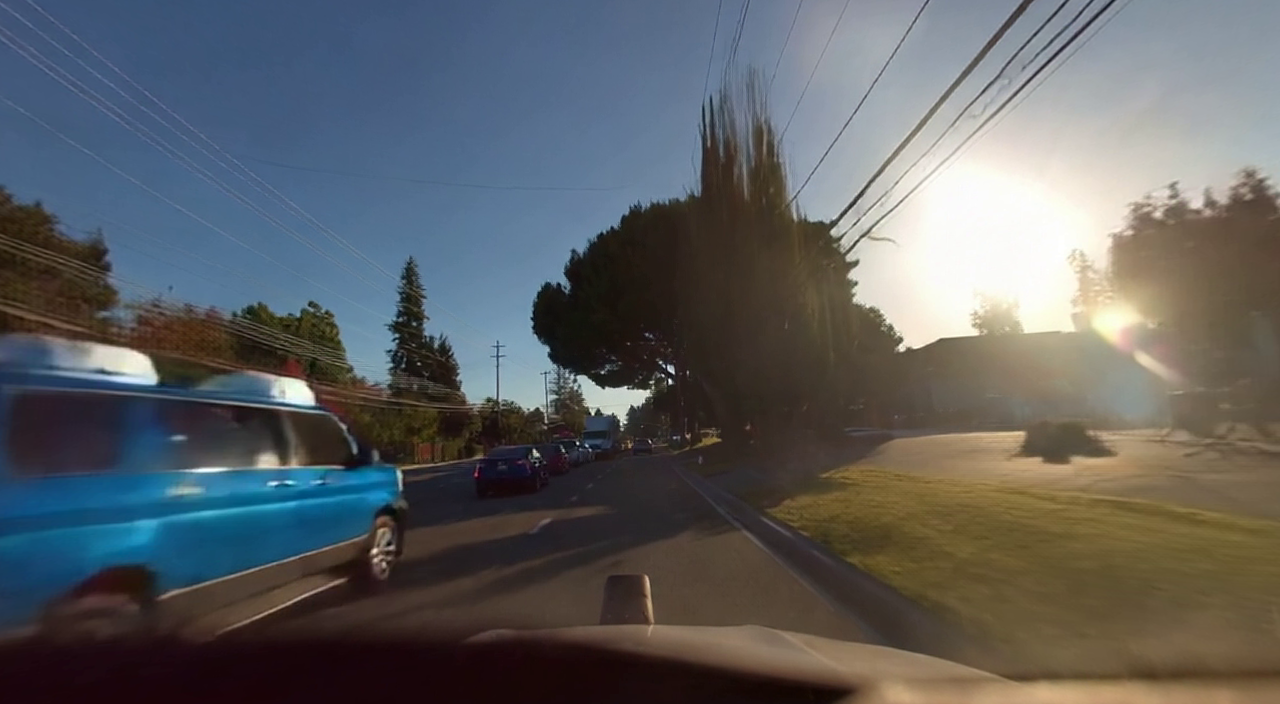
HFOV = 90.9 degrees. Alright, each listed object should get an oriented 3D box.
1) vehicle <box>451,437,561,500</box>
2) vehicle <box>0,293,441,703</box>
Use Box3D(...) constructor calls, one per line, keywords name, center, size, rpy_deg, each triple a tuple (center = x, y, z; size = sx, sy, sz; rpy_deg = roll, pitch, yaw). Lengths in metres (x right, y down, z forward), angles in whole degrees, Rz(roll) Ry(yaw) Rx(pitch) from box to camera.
Box3D(name="vehicle", center=(-3.422, 3.061, 16.981), size=(1.998, 1.466, 4.124), rpy_deg=(0, -8, 1))
Box3D(name="vehicle", center=(-3.235, 1.017, 4.103), size=(2.180, 1.818, 5.117), rpy_deg=(0, -8, 0))
